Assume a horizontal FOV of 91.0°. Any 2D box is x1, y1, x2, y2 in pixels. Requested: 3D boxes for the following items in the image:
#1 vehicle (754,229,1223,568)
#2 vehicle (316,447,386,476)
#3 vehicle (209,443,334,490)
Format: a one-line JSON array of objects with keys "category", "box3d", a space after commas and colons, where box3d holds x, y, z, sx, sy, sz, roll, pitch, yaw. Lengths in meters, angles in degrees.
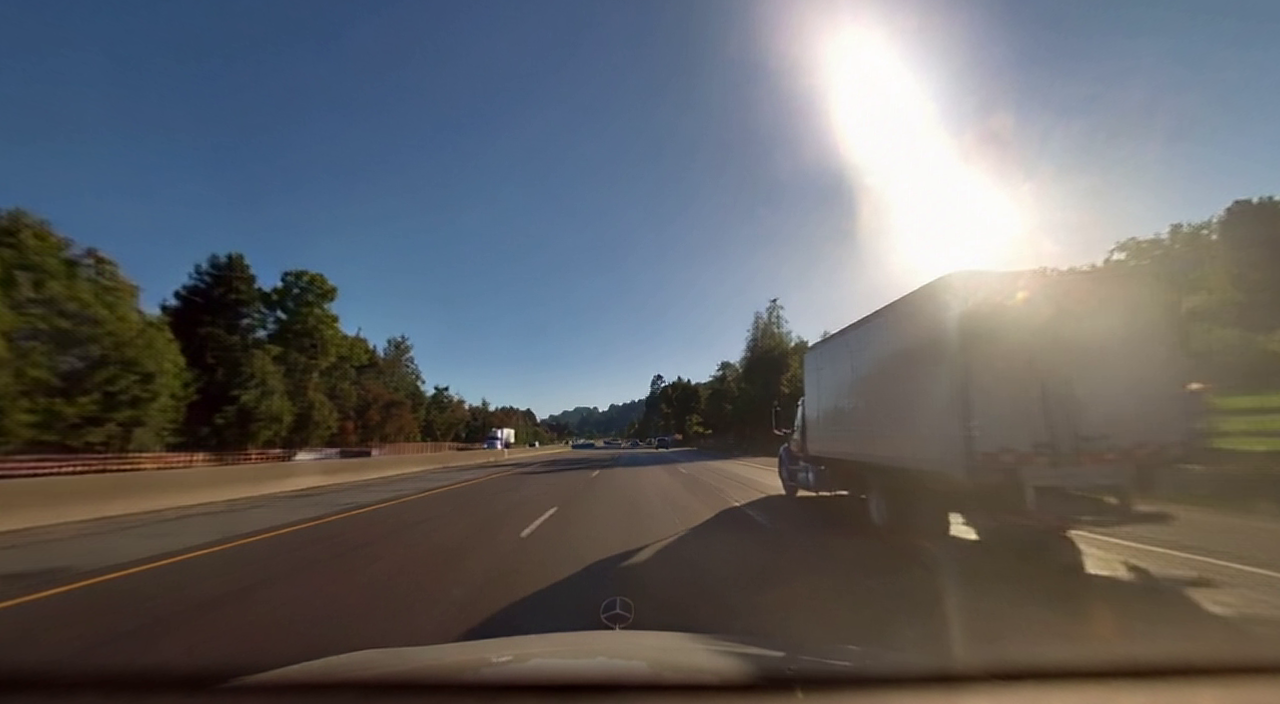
[{"category": "vehicle", "box3d": [4.109, 0.932, 10.127, 2.766, 3.349, 7.796, 0, -8, -2]}, {"category": "vehicle", "box3d": [-16.256, 6.151, 35.628, 1.867, 1.442, 4.385, -1, -8, 0]}, {"category": "vehicle", "box3d": [-12.734, 3.932, 22.104, 1.841, 1.432, 4.245, -1, -8, 0]}]
